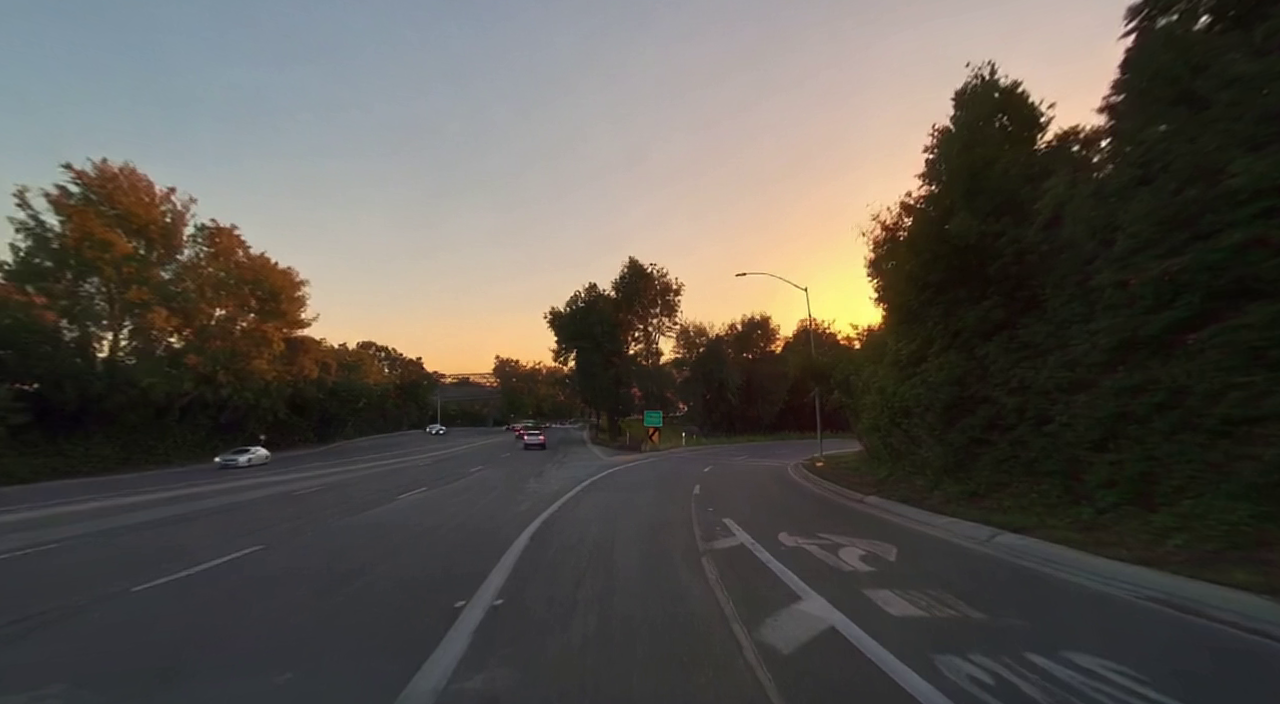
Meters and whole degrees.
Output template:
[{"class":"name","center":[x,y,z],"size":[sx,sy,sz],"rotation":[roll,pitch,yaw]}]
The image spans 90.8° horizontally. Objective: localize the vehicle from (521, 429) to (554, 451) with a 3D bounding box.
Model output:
[{"class":"vehicle","center":[-7.190,6.223,44.631],"size":[2.108,1.472,4.099],"rotation":[1,-9,-7]}]

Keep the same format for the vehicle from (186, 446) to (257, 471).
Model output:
[{"class":"vehicle","center":[-27.105,6.873,41.090],"size":[1.943,1.468,4.460],"rotation":[1,-9,-6]}]
